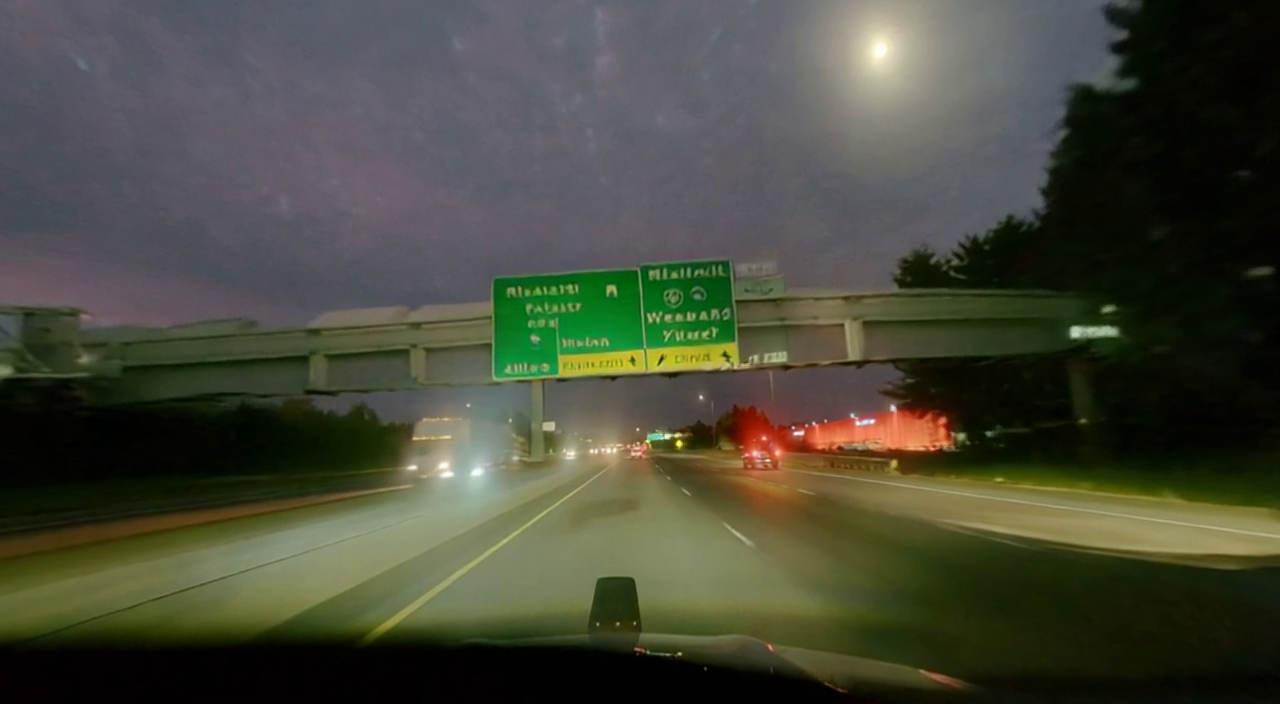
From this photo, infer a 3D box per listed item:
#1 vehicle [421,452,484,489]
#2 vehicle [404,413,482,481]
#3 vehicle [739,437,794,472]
[{"bbox_3d":[-7.970,5.032,27.062,1.721,1.446,3.630,0,-9,-2],"label":"vehicle"},{"bbox_3d":[-12.298,6.029,39.856,2.959,3.982,5.948,0,-9,0],"label":"vehicle"},{"bbox_3d":[7.408,6.068,37.397,2.156,1.943,5.010,0,-9,-1],"label":"vehicle"}]
